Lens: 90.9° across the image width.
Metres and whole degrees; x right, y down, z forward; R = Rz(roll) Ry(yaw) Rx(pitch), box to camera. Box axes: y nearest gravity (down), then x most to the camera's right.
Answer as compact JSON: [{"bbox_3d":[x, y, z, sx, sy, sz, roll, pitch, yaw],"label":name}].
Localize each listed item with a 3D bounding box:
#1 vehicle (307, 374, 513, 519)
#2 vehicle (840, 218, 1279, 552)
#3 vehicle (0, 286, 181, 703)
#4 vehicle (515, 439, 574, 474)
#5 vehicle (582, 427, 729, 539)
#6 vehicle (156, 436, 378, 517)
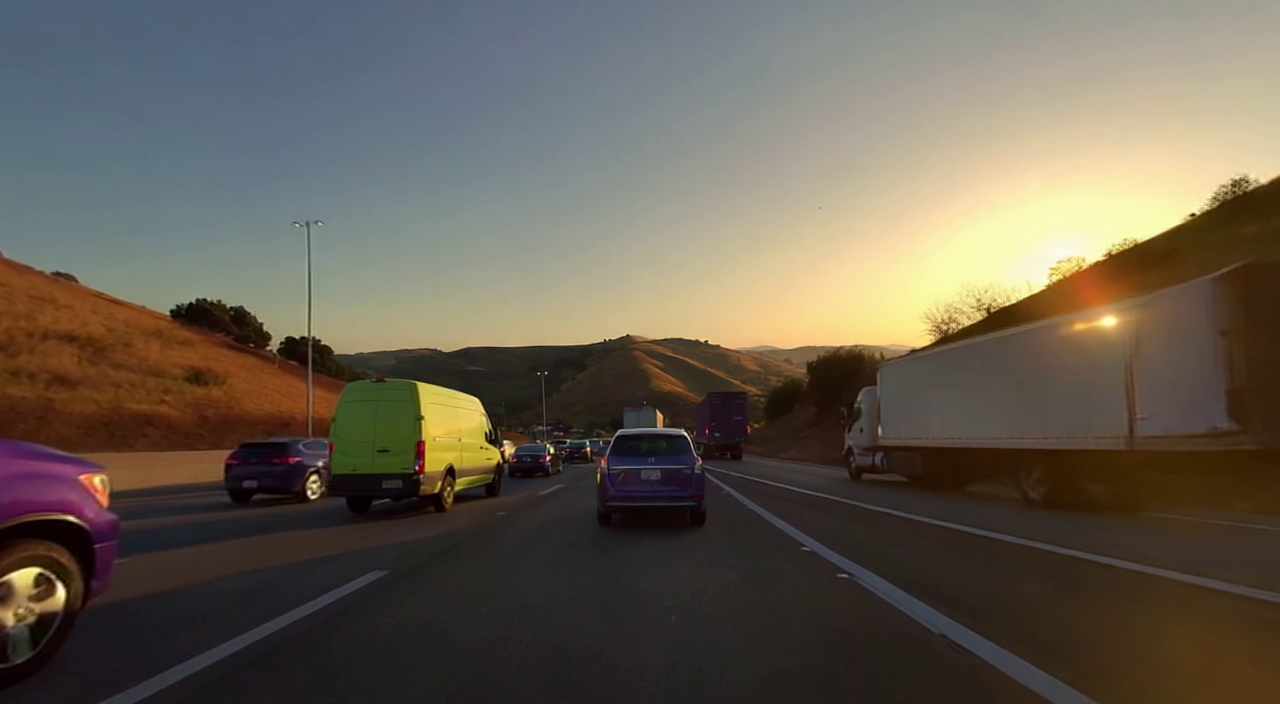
[{"bbox_3d":[-4.608,2.072,13.975,2.300,2.522,5.701,0,-8,1],"label":"vehicle"},{"bbox_3d":[8.129,1.141,12.562,2.977,3.878,11.111,1,-9,-10],"label":"vehicle"},{"bbox_3d":[-4.275,0.493,1.527,2.195,2.086,5.445,0,-8,0],"label":"vehicle"},{"bbox_3d":[-4.341,4.834,29.446,2.007,1.457,4.447,0,-8,1],"label":"vehicle"},{"bbox_3d":[0.164,2.076,10.631,2.003,1.499,3.930,0,-8,-1],"label":"vehicle"},{"bbox_3d":[-7.844,2.623,13.965,1.968,1.459,4.737,-1,-8,1],"label":"vehicle"}]
